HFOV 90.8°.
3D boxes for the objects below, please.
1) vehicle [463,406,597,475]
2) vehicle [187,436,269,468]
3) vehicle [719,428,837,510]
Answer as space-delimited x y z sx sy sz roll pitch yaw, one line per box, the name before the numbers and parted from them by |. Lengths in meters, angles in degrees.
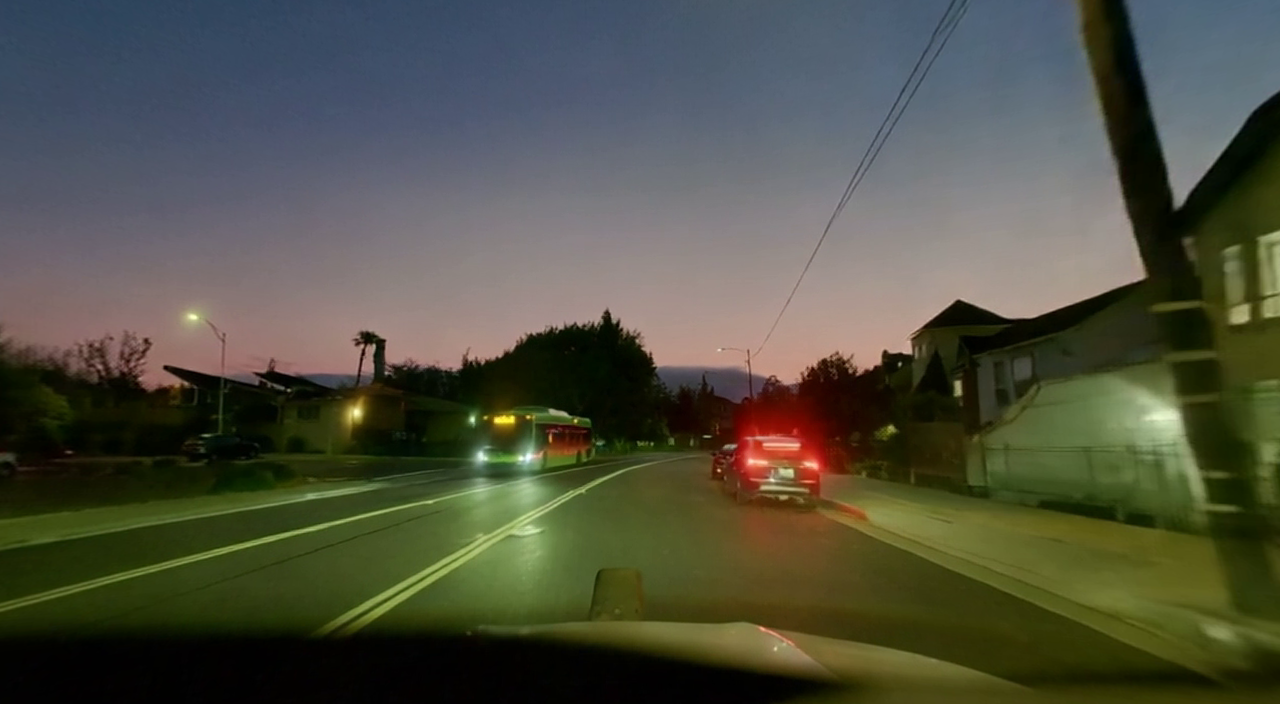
vehicle | -5.594 5.104 35.890 3.577 3.168 13.108 -1 -9 8
vehicle | -24.422 5.973 37.696 2.006 1.766 4.685 1 -9 -5
vehicle | 2.972 2.623 14.548 1.984 1.601 3.994 -1 -9 3
